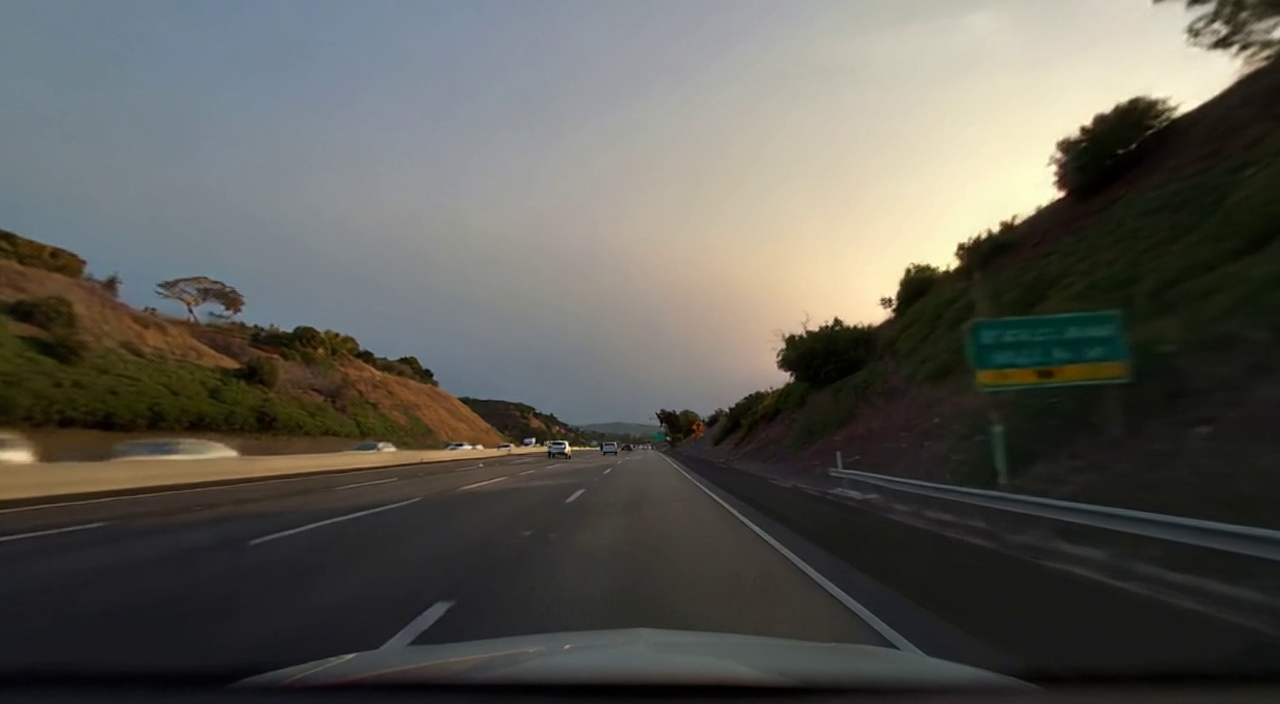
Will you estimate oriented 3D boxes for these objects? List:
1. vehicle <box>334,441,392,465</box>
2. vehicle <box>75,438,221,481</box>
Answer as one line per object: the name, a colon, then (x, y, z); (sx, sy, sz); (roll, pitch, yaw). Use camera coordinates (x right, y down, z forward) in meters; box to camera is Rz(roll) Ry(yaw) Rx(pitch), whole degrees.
vehicle: (-17.773, 6.511, 40.528); (1.830, 1.417, 4.091); (0, -9, 1)
vehicle: (-18.561, 4.069, 24.006); (1.950, 1.471, 4.378); (0, -8, 2)
